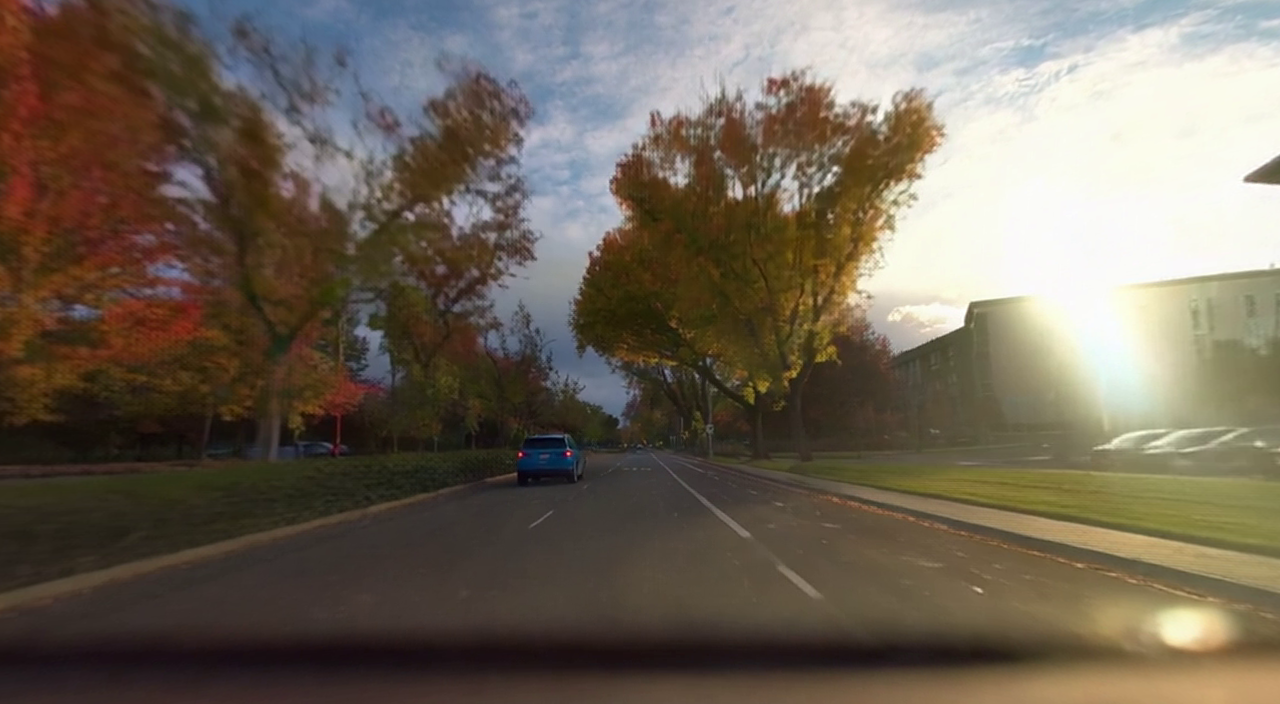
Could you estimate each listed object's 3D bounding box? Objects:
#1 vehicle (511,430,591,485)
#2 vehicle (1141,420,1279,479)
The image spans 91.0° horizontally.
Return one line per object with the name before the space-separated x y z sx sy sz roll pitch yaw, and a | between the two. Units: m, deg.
vehicle | -3.117 3.834 23.100 2.112 1.779 4.489 0 -9 2
vehicle | 18.496 3.020 19.490 4.195 1.694 1.996 0 -9 0
